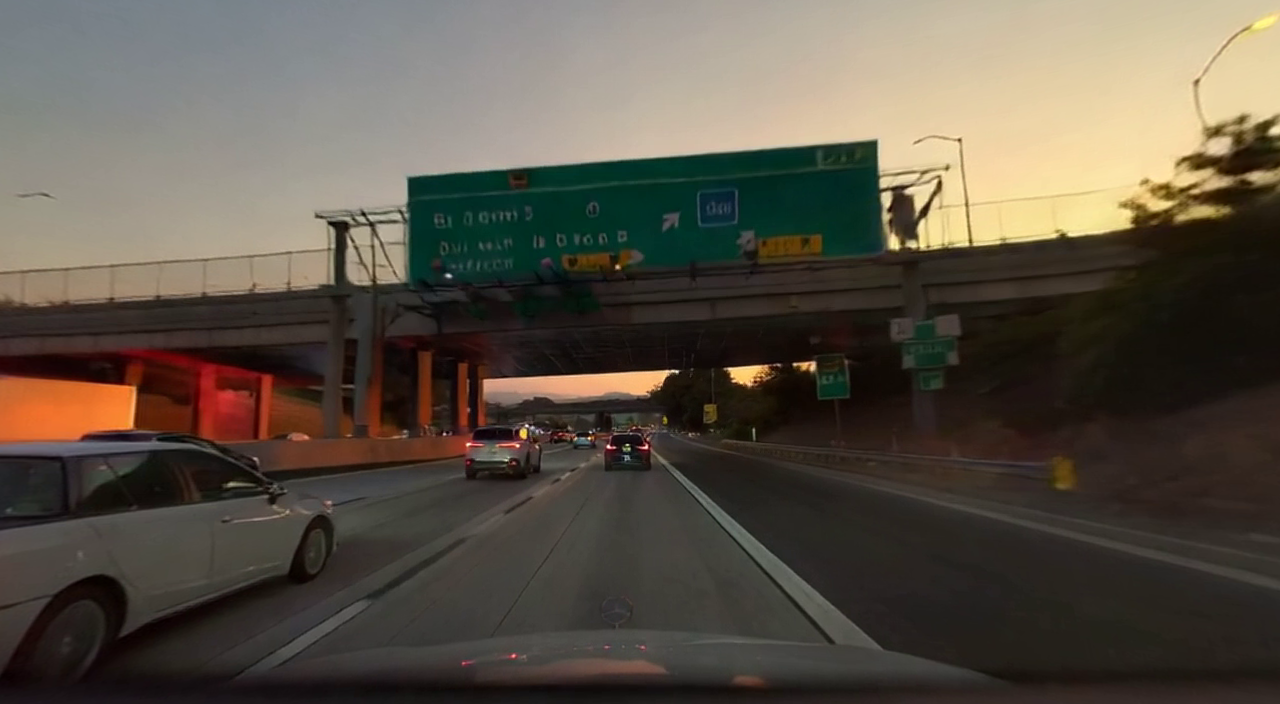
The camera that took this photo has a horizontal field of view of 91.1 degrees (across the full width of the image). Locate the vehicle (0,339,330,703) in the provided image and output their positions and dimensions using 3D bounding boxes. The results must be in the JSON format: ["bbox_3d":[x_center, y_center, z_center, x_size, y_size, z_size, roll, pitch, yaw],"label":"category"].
[{"bbox_3d":[-3.824,0.900,3.408,2.107,1.703,4.274,0,-8,0],"label":"vehicle"}]

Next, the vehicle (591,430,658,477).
[{"bbox_3d":[-0.501,3.404,21.438,2.070,1.452,3.834,0,-8,-1],"label":"vehicle"}]

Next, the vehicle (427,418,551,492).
[{"bbox_3d":[-3.854,2.712,16.996,2.154,1.690,4.595,0,-8,1],"label":"vehicle"}]

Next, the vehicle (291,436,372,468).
[{"bbox_3d":[-15.343,4.954,31.580,1.892,1.467,4.376,0,-8,-1],"label":"vehicle"}]
